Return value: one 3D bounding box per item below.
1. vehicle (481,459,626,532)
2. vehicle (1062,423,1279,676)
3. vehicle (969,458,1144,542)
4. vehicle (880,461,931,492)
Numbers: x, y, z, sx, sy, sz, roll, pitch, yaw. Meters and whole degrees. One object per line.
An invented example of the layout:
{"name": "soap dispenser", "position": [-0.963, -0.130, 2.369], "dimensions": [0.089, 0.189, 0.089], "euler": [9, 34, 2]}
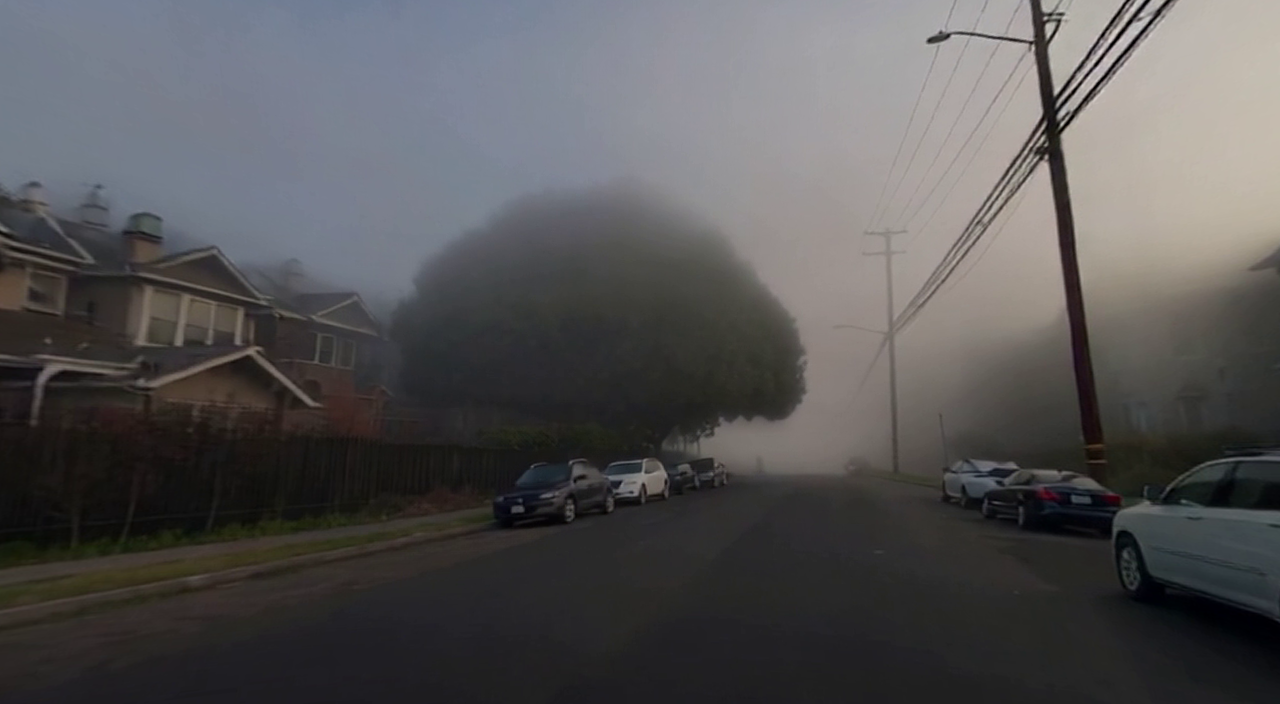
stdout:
{"name": "vehicle", "position": [-1.927, 3.441, 15.817], "dimensions": [1.930, 1.478, 4.731], "euler": [-2, -9, 14]}
{"name": "vehicle", "position": [5.784, 1.479, 5.164], "dimensions": [2.439, 1.670, 4.631], "euler": [-2, -9, 15]}
{"name": "vehicle", "position": [8.517, 2.982, 13.403], "dimensions": [1.887, 1.435, 4.161], "euler": [-3, -10, 17]}
{"name": "vehicle", "position": [14.347, 6.700, 34.406], "dimensions": [1.979, 1.480, 4.500], "euler": [-3, -9, 16]}
